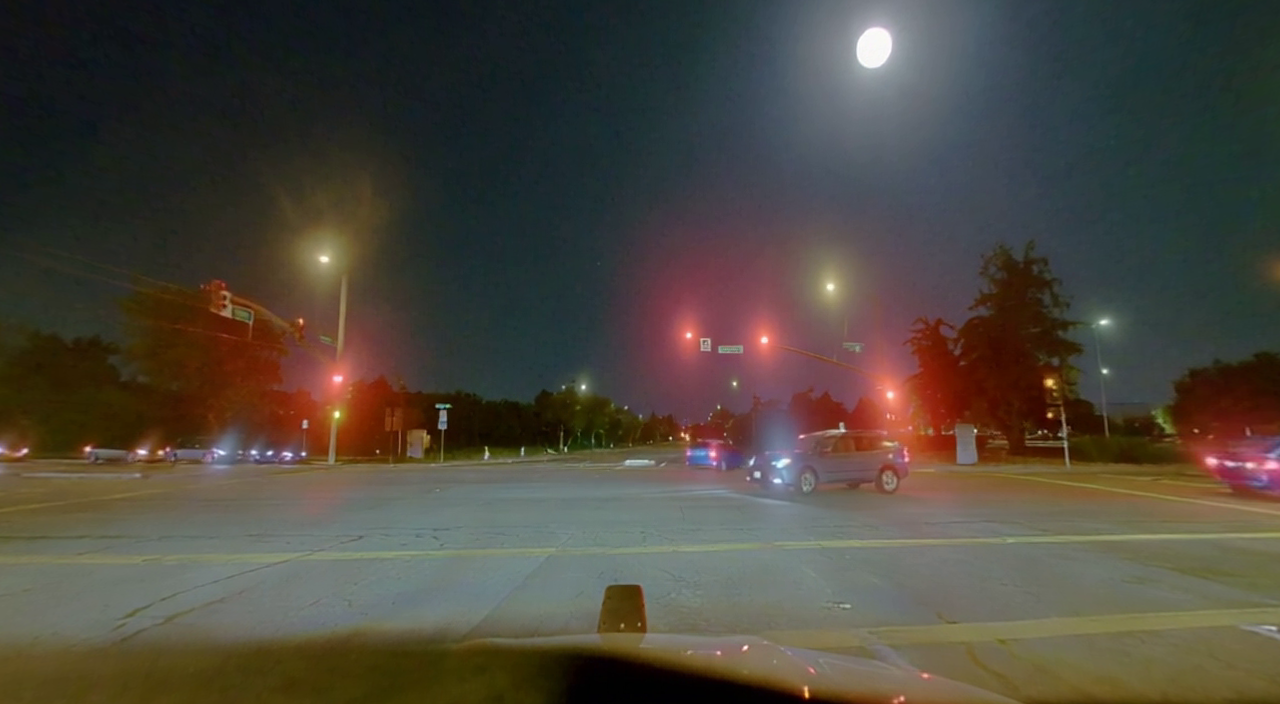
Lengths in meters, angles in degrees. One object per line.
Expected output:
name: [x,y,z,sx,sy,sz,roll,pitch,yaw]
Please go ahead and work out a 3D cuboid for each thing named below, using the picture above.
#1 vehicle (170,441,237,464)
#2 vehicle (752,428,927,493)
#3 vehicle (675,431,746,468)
vehicle: [-29.139,6.690,42.021,1.696,1.431,3.686,0,-8,3]
vehicle: [5.996,3.254,19.119,4.580,1.768,2.134,2,-9,-15]
vehicle: [3.760,5.100,32.933,1.994,1.753,4.346,-5,-10,31]
